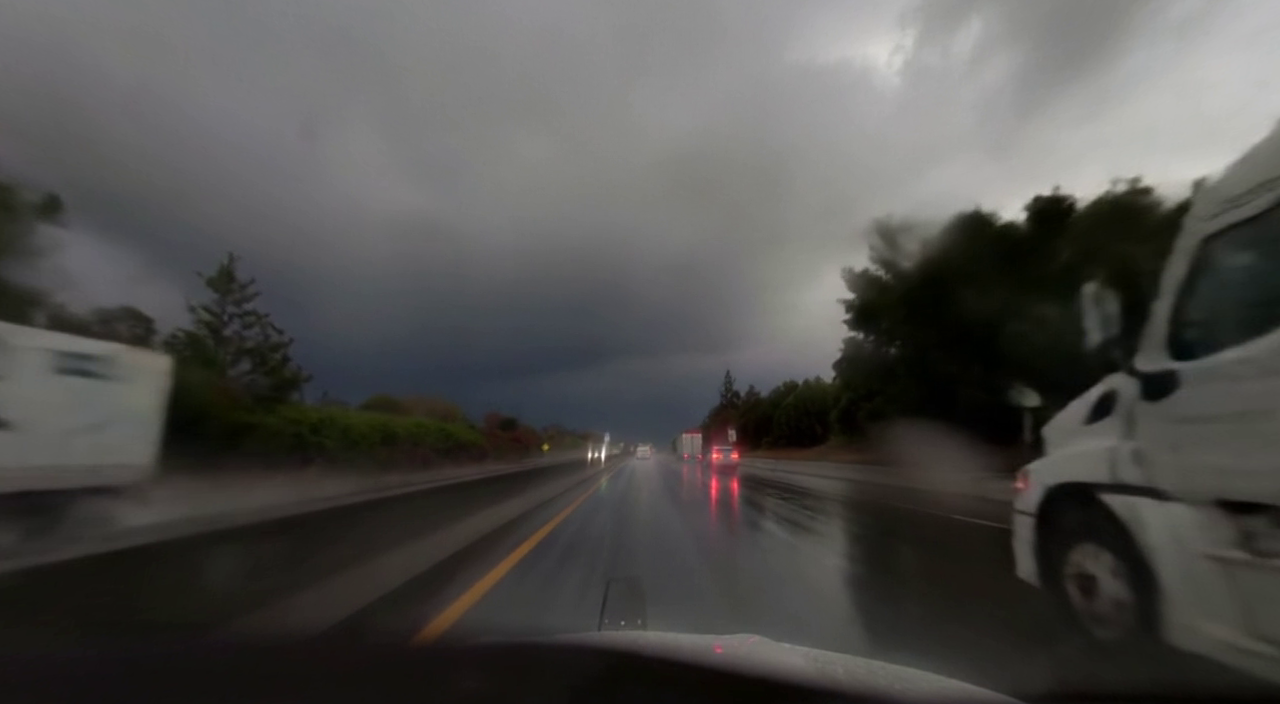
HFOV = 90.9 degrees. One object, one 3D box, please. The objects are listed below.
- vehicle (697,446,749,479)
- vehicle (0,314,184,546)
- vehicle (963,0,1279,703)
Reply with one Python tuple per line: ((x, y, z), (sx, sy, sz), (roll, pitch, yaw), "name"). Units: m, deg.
((4.139, 5.557, 32.012), (2.043, 1.542, 3.881), (0, -9, -1), "vehicle")
((-13.003, 1.015, 8.833), (2.898, 4.144, 13.929), (0, -9, -1), "vehicle")
((4.521, -0.243, 2.552), (3.017, 3.908, 5.973), (0, -9, -1), "vehicle")
